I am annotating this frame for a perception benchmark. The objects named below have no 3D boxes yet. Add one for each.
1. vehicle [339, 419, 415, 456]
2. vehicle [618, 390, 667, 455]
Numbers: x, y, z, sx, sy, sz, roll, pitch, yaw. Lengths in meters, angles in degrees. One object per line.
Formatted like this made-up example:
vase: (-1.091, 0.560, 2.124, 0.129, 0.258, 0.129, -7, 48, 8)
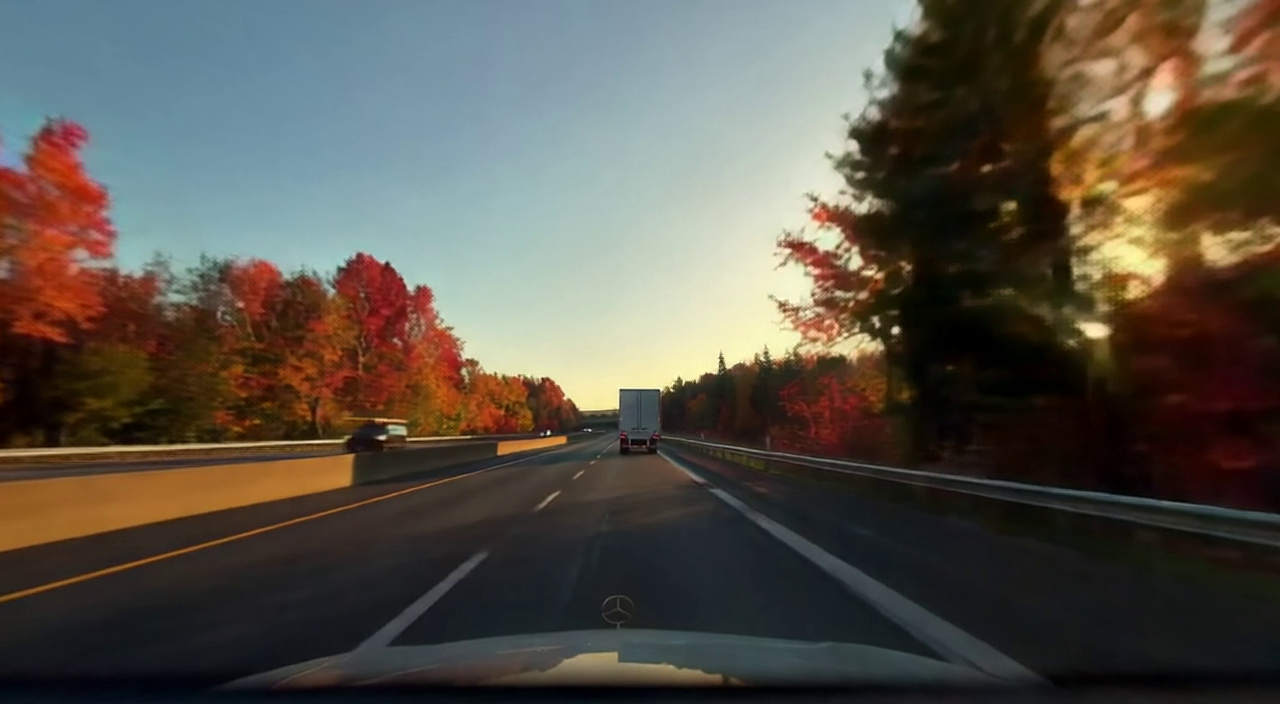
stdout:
vehicle: (-14.987, 4.916, 36.137, 2.112, 1.931, 5.092, 0, -8, 0)
vehicle: (0.021, 5.113, 44.511, 3.013, 4.016, 11.496, 0, -8, -1)
